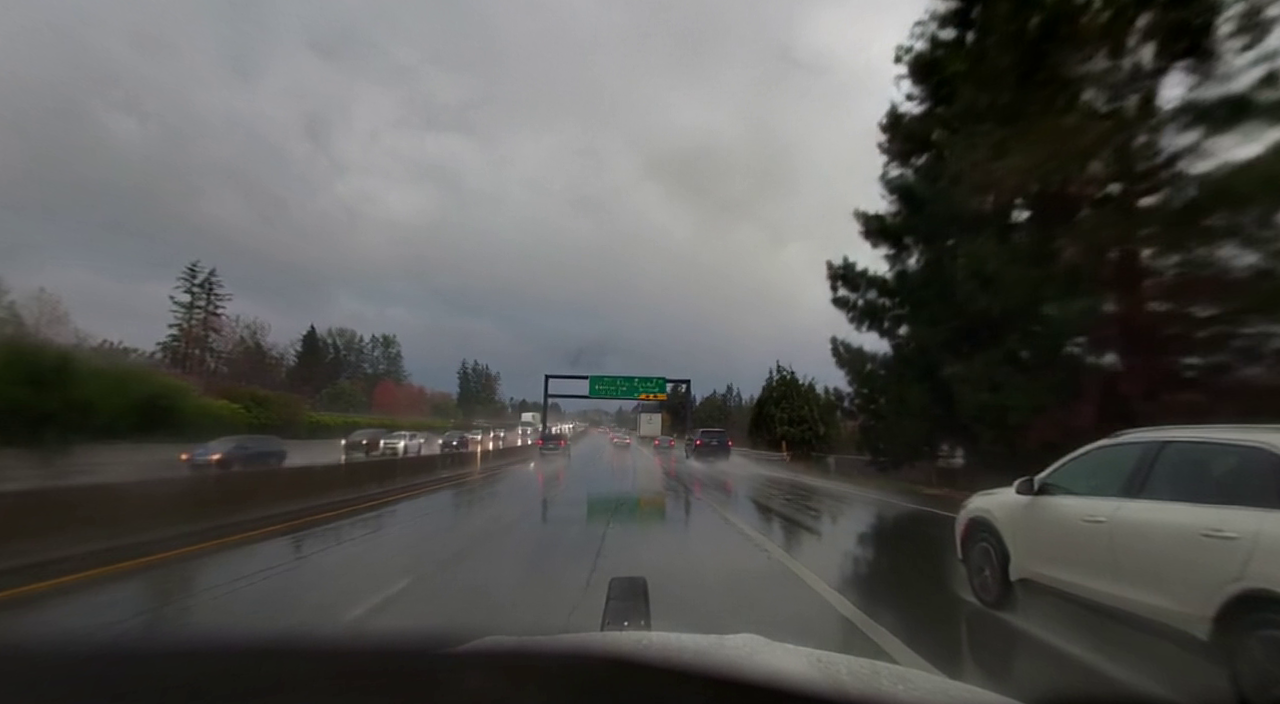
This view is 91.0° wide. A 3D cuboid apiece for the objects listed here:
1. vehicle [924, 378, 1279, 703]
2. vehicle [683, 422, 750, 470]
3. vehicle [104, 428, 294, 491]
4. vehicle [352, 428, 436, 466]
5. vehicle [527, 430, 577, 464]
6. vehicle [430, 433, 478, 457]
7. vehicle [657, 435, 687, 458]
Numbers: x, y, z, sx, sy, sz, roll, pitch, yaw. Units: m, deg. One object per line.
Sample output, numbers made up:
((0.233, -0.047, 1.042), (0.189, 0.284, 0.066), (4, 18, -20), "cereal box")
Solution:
((3.651, 0.986, 3.437), (2.127, 1.497, 4.445), (0, -8, 0), "vehicle")
((3.291, 4.188, 28.280), (2.207, 1.937, 5.610), (0, -8, -1), "vehicle")
((-11.767, 2.879, 17.265), (2.117, 1.498, 4.271), (0, -8, 0), "vehicle")
((-10.854, 4.226, 28.116), (1.948, 1.538, 4.322), (0, -8, 1), "vehicle")
((-4.605, 5.019, 33.453), (2.058, 1.689, 4.315), (0, -8, 0), "vehicle")
((-11.472, 5.762, 39.024), (1.727, 1.433, 3.940), (0, -8, 0), "vehicle")
((2.119, 6.461, 43.054), (1.844, 1.462, 3.736), (0, -8, 0), "vehicle")
